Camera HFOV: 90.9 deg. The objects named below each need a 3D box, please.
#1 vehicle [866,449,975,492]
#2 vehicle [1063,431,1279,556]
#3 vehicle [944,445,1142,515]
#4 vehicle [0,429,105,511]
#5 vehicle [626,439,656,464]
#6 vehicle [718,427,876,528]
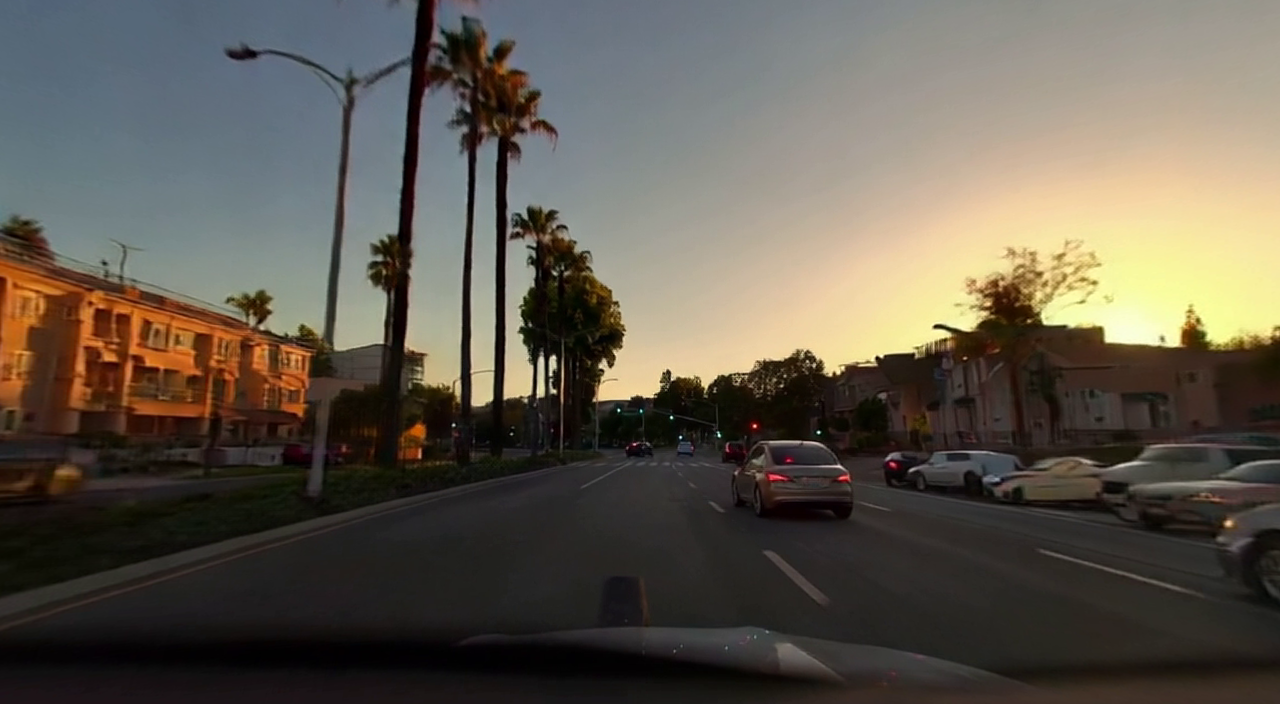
[{"bbox_3d":[10.341,4.376,23.719,1.891,1.428,4.680,0,-8,-1],"label":"vehicle"},{"bbox_3d":[10.083,2.339,11.133,1.982,1.766,4.555,0,-8,-1],"label":"vehicle"},{"bbox_3d":[10.263,3.237,16.669,1.994,1.542,4.974,0,-8,0],"label":"vehicle"},{"bbox_3d":[-15.523,2.693,14.458,2.180,1.830,4.924,0,-8,-1],"label":"vehicle"},{"bbox_3d":[0.140,7.232,46.045,2.087,1.709,4.076,0,-8,1],"label":"vehicle"},{"bbox_3d":[2.868,2.389,12.594,2.009,1.639,4.267,0,-8,-1],"label":"vehicle"}]
